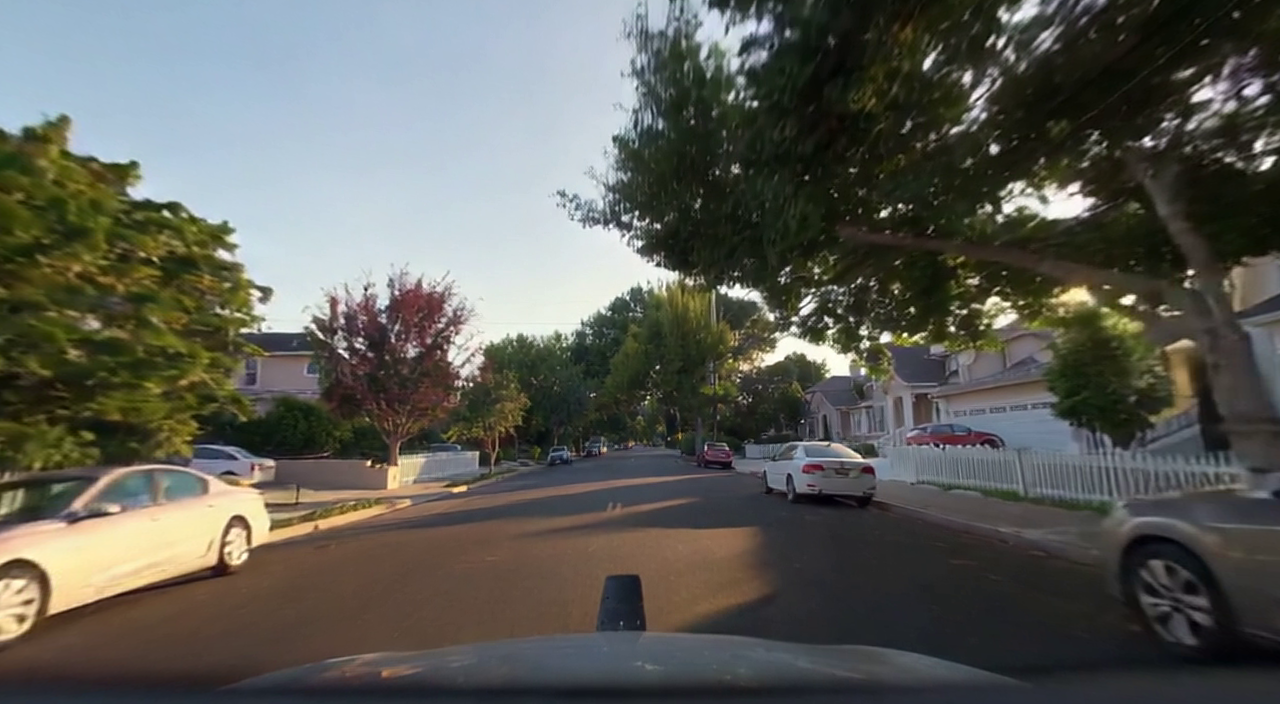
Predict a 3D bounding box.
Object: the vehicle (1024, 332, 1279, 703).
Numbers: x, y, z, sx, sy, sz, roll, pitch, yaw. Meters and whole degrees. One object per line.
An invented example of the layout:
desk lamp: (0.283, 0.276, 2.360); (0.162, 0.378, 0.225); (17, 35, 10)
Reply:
vehicle: (4.198, 0.727, 2.410); (2.105, 1.836, 5.278); (0, -8, 0)

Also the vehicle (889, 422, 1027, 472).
vehicle: (12.527, 3.741, 25.120); (4.329, 1.863, 2.059); (-1, -6, 2)

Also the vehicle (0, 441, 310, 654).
vehicle: (-5.697, 1.710, 6.125); (2.011, 1.465, 5.686); (-3, -7, 0)

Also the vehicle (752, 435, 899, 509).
vehicle: (4.214, 2.804, 15.422); (1.936, 1.464, 5.141); (0, -8, -1)

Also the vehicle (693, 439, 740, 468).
vehicle: (4.260, 5.686, 35.637); (2.020, 1.558, 3.925); (0, -8, -2)

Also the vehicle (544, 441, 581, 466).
vehicle: (-5.691, 7.541, 47.123); (1.954, 1.551, 5.128); (-3, -7, 1)
